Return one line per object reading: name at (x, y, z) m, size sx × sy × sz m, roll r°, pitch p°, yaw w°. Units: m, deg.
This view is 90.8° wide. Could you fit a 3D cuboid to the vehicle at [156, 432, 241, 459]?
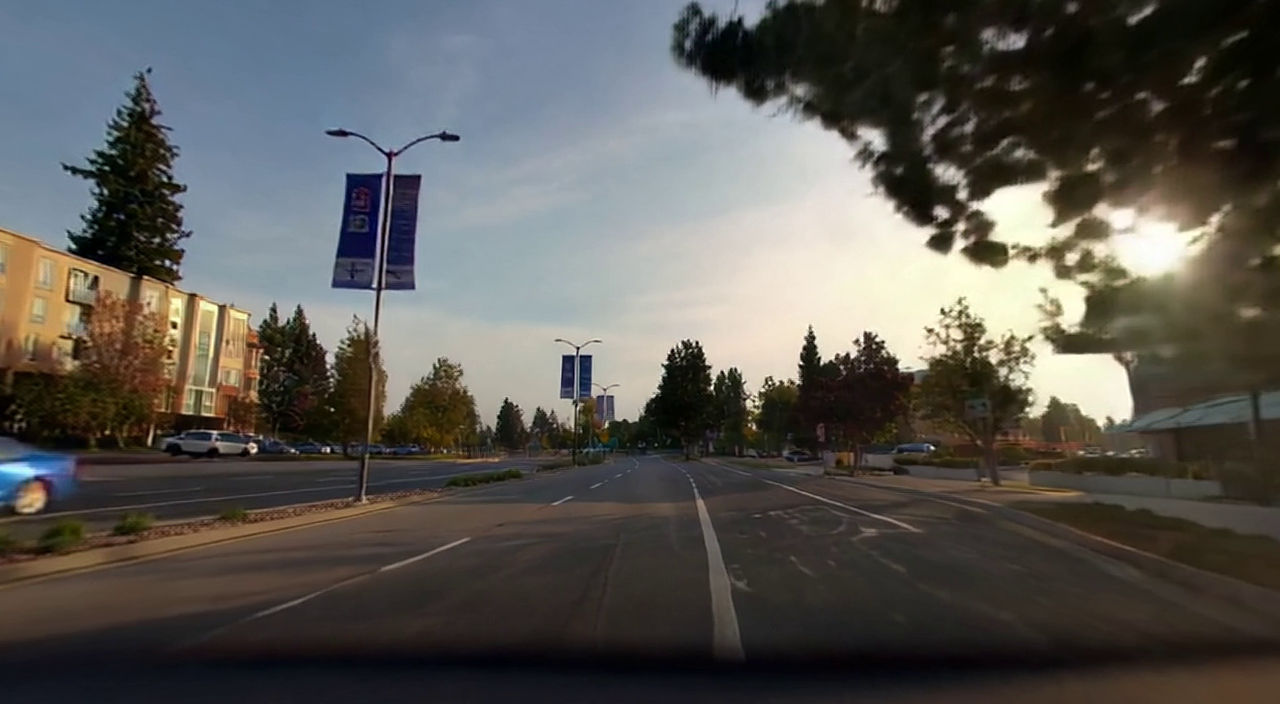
vehicle at (-32.893, 6.981, 47.216) m, size 4.579 × 1.962 × 2.161 m, roll 2°, pitch -9°, yaw -16°
